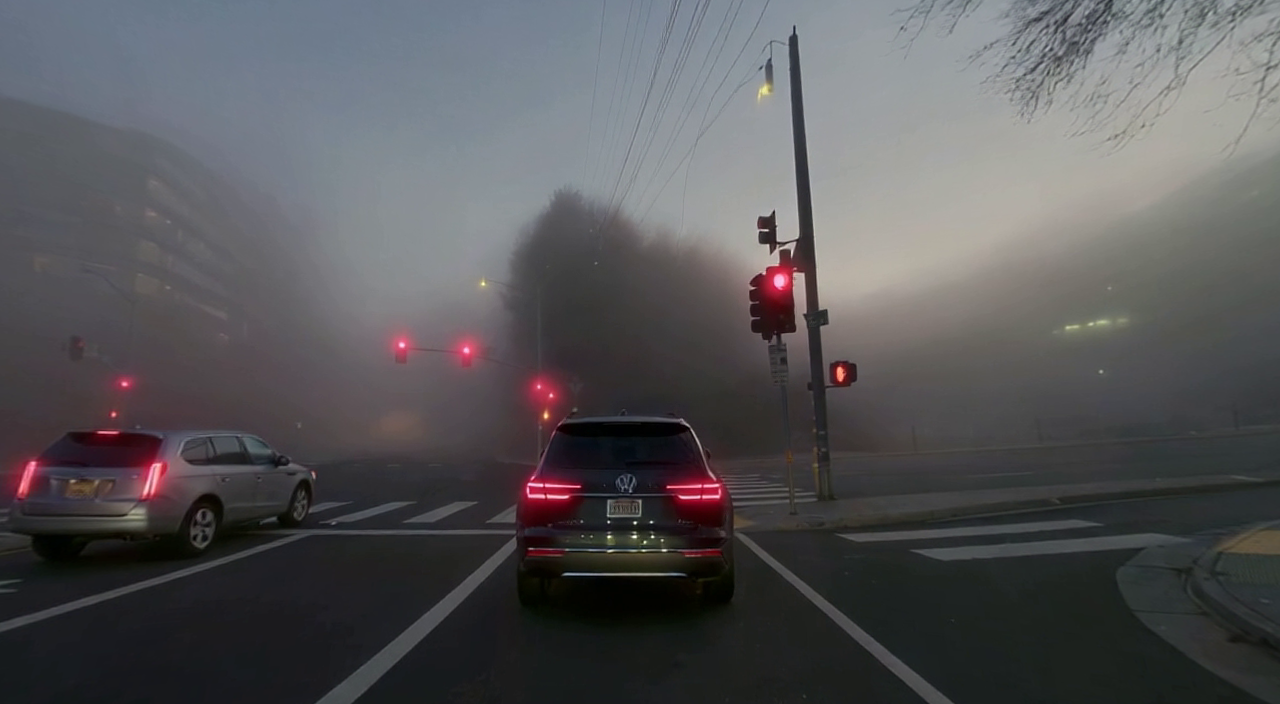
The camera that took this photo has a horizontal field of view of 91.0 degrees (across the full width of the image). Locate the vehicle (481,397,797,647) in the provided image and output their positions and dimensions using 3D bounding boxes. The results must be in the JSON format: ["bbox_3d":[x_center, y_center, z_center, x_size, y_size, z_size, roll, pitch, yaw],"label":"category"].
[{"bbox_3d":[-0.149,1.461,6.446,2.154,1.670,4.140,0,-9,-4],"label":"vehicle"}]

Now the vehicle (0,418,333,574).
[{"bbox_3d":[-6.396,1.904,9.113,2.020,1.695,4.187,1,-9,-5],"label":"vehicle"}]
